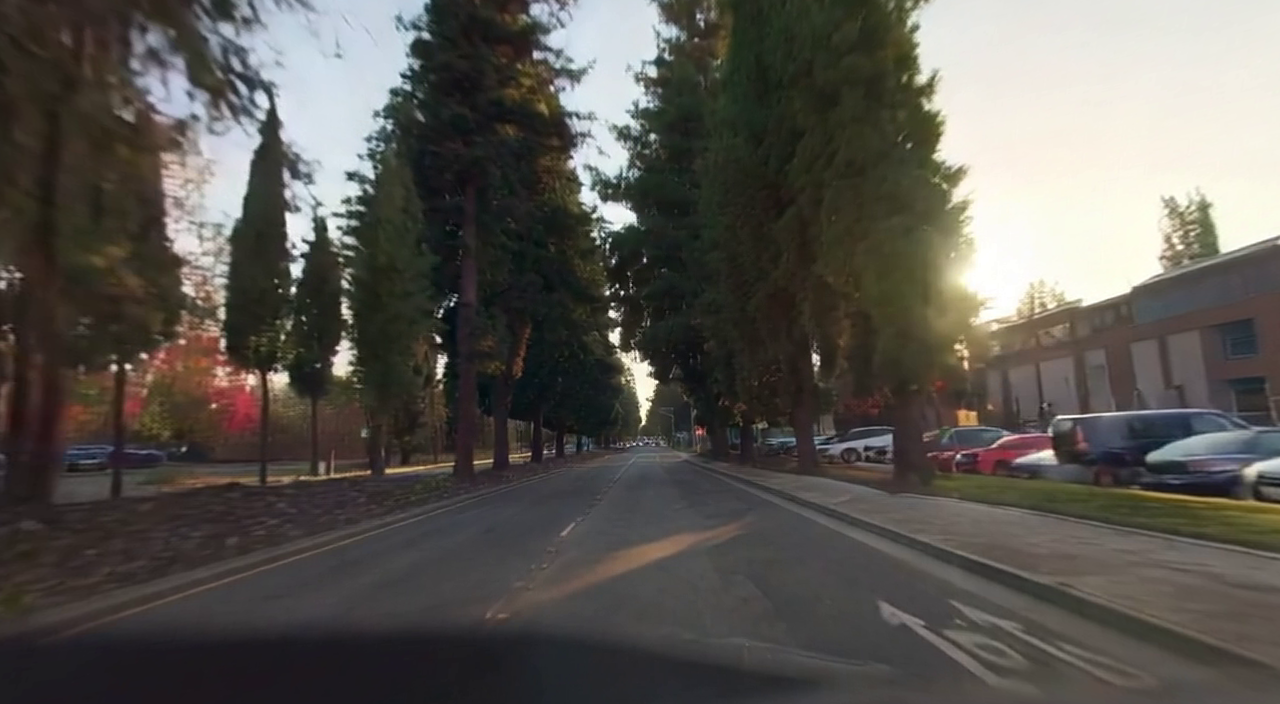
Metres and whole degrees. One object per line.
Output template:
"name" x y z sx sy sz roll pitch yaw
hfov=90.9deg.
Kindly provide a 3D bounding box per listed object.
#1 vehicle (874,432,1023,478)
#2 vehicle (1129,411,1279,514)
"vehicle" 11.308 3.793 23.371 4.522 1.499 1.871 1 -9 2
"vehicle" 10.862 1.777 10.438 3.933 1.521 1.865 0 -8 -1
